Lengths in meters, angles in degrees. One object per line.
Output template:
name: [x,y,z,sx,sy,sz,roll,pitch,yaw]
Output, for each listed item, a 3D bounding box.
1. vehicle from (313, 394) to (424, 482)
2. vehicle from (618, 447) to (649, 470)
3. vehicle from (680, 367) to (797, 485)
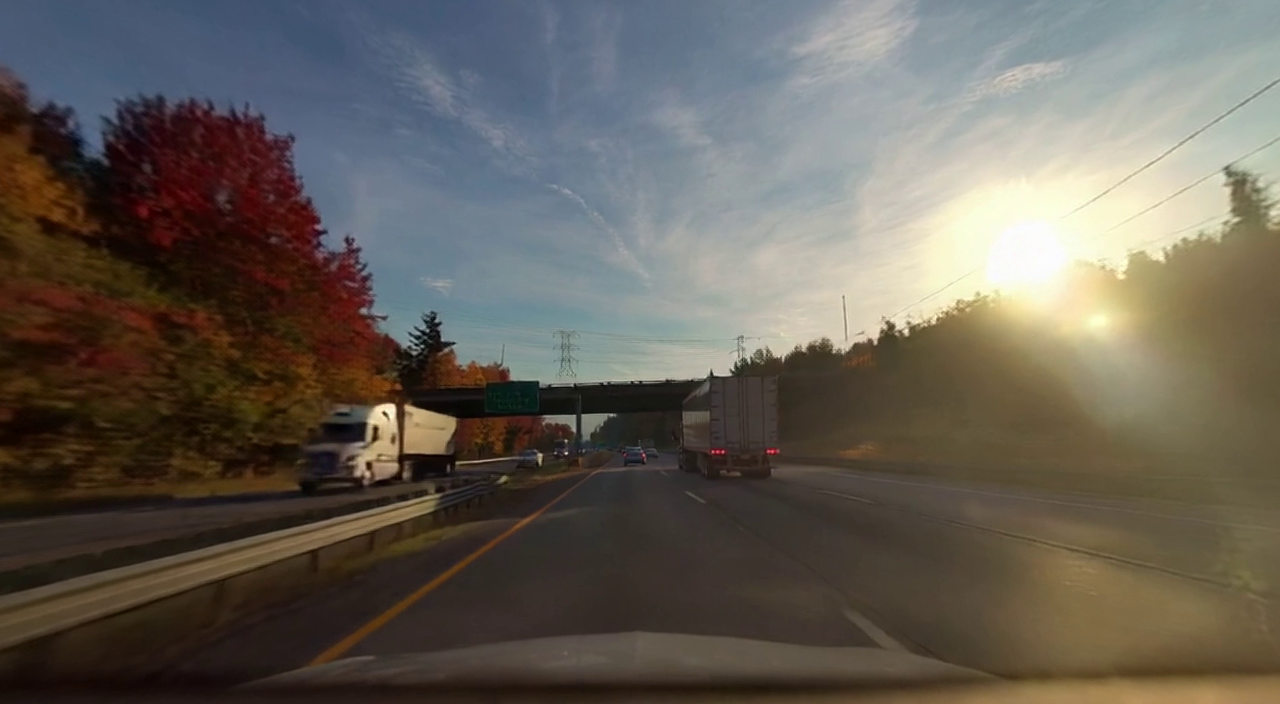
vehicle: [-13.950,4.550,32.888,2.872,4.094,6.767,1,-9,-2]
vehicle: [-0.468,7.131,42.221,1.961,1.454,3.755,0,-9,-1]
vehicle: [4.051,3.769,30.084,2.956,4.281,14.327,0,-9,-1]
